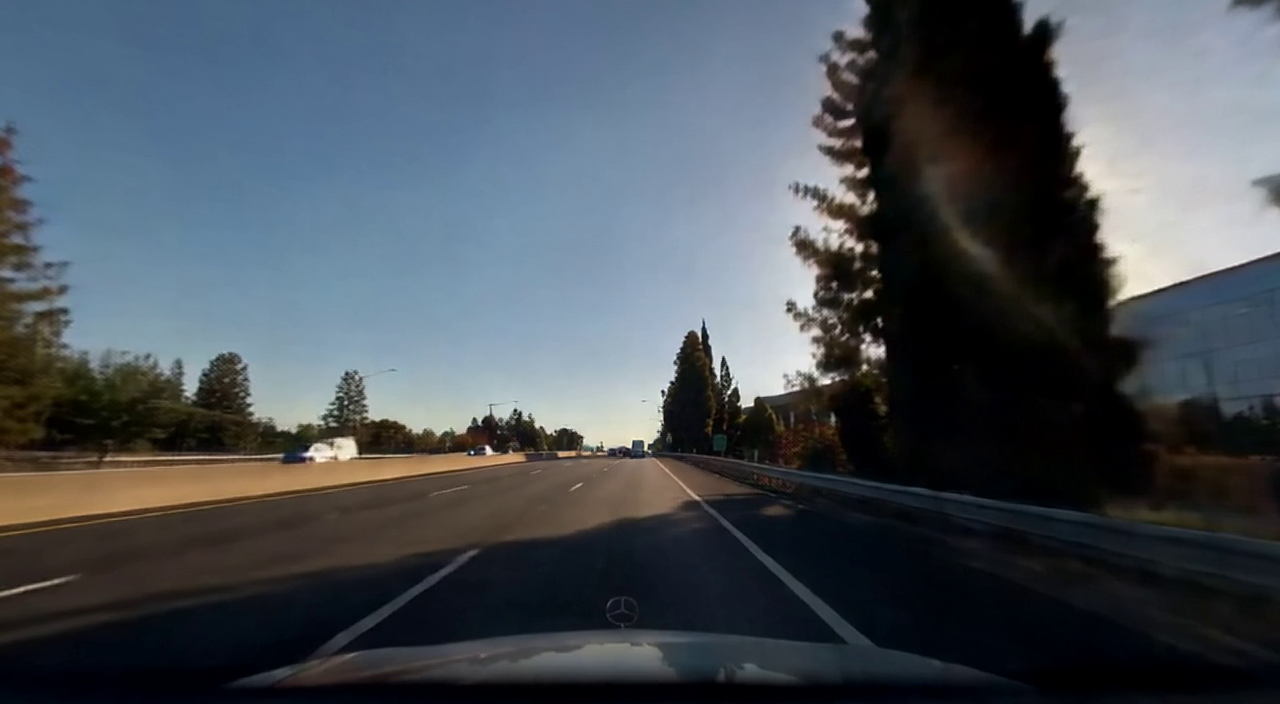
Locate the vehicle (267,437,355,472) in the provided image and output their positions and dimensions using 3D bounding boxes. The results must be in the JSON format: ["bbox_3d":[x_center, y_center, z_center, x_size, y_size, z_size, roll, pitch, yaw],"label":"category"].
[{"bbox_3d":[-23.617,7.382,45.624,2.507,2.343,6.755,0,-9,2],"label":"vehicle"}]
